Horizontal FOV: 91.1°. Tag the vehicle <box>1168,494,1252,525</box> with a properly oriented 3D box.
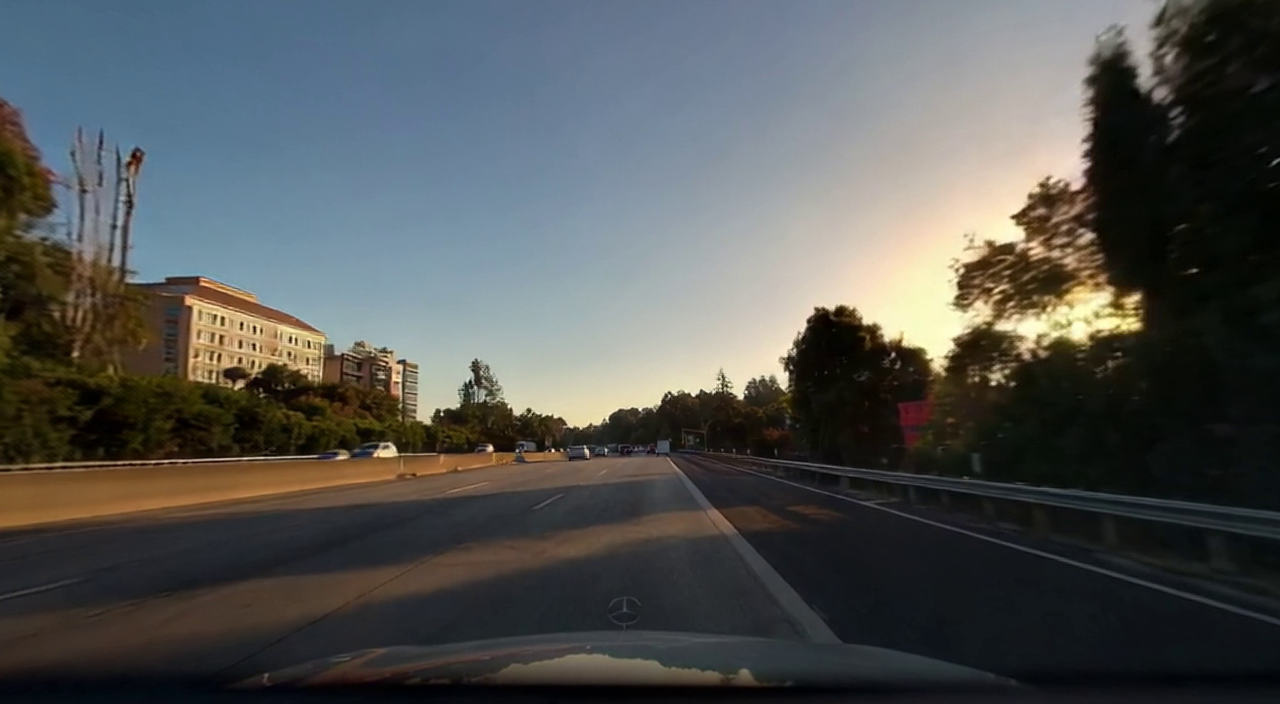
[{"bbox_3d":[42.378,11.668,46.722,4.192,1.670,2.096,-3,-5,-4],"label":"vehicle"}]
